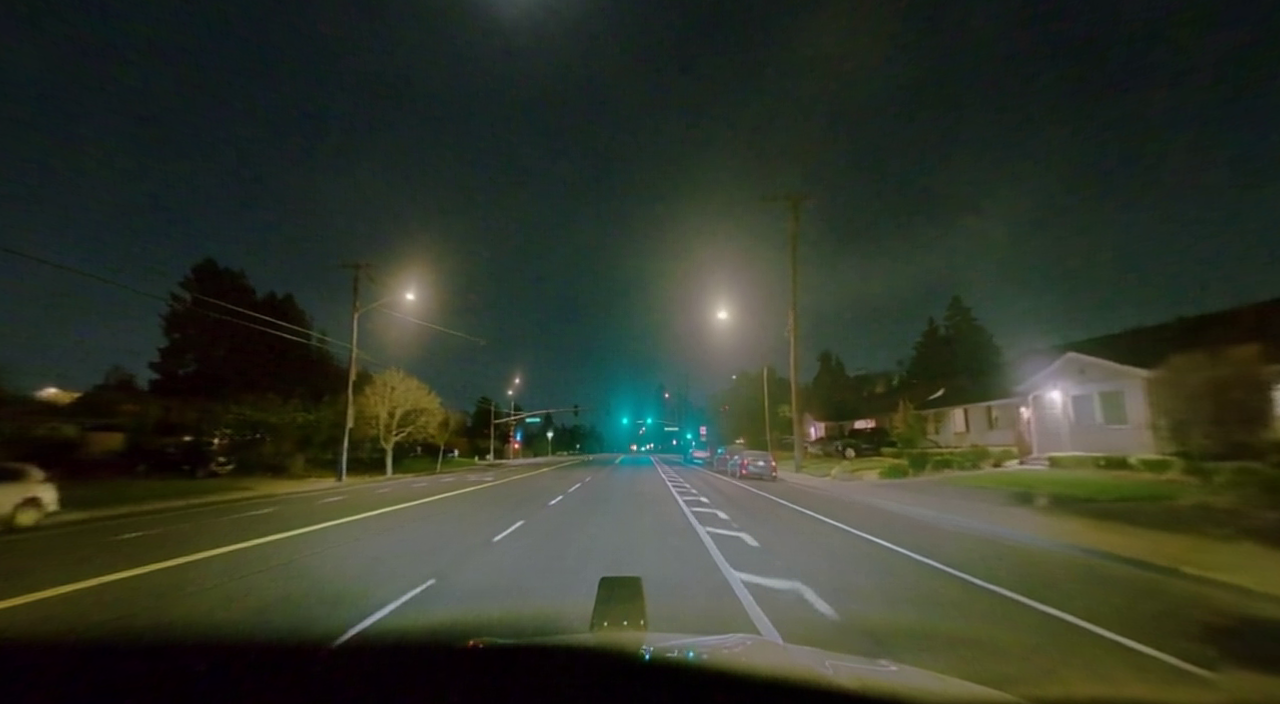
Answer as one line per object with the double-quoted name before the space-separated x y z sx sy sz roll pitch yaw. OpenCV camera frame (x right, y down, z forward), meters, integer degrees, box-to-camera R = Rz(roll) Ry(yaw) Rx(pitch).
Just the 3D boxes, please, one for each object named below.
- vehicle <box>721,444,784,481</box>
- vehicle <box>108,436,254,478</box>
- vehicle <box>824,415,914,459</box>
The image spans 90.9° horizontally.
"vehicle" 4.763 4.737 27.381 1.881 1.435 4.525 0 -9 -1
"vehicle" -20.986 4.814 29.023 4.759 1.824 2.442 0 -8 0
"vehicle" 13.529 5.054 37.428 4.284 1.725 1.981 -11 -9 -1
